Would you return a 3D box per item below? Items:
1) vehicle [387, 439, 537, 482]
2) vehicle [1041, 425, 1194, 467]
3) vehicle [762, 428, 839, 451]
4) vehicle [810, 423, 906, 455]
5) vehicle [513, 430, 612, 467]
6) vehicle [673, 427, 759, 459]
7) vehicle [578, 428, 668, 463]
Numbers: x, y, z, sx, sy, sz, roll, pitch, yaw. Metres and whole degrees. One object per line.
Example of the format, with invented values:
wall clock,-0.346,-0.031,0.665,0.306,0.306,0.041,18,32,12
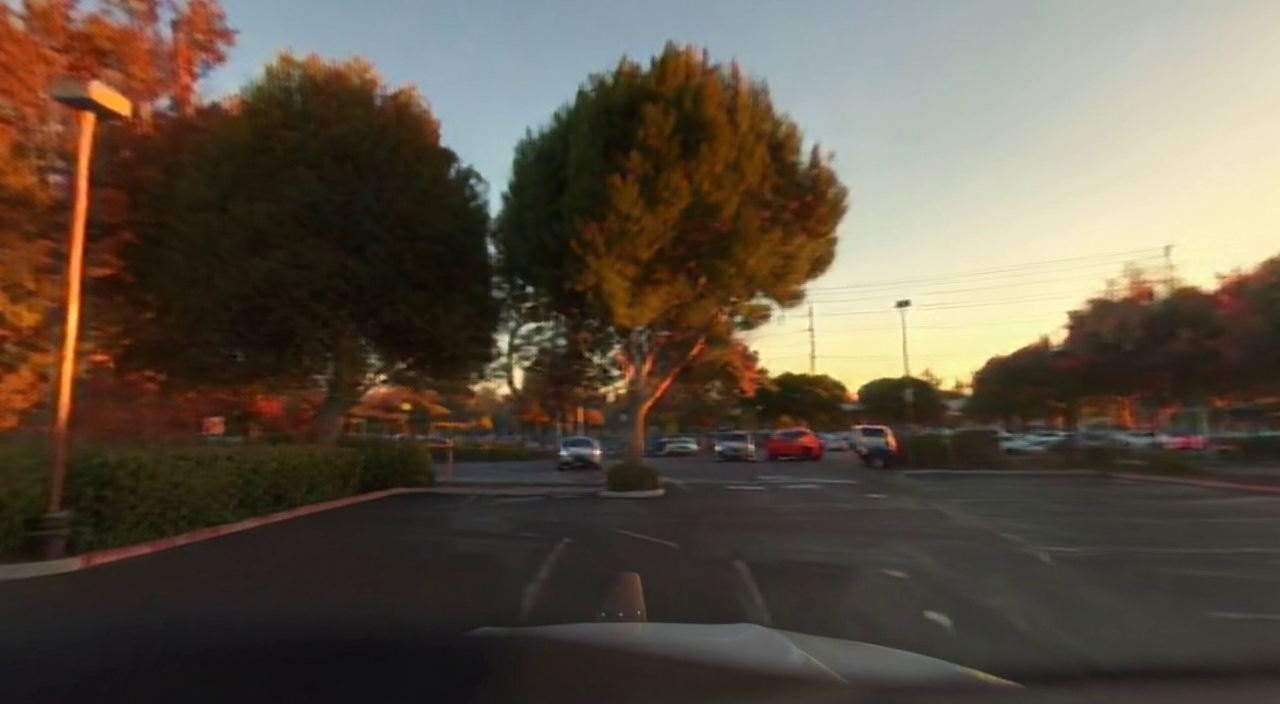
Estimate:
vehicle,-6.306,3.881,22.790,4.772,1.441,1.976,0,-7,1
vehicle,17.335,3.403,23.079,4.106,1.449,1.760,0,-7,0
vehicle,10.700,5.821,42.230,4.601,1.484,1.839,1,-8,-6
vehicle,12.360,4.926,35.995,4.660,1.687,1.981,-1,-7,-3
vehicle,-3.399,4.288,28.260,4.030,1.556,2.057,-1,-8,5
vehicle,4.251,5.218,36.019,4.666,1.634,1.816,1,-11,-1
vehicle,-0.924,5.283,35.891,4.939,1.664,2.055,-1,-3,0
